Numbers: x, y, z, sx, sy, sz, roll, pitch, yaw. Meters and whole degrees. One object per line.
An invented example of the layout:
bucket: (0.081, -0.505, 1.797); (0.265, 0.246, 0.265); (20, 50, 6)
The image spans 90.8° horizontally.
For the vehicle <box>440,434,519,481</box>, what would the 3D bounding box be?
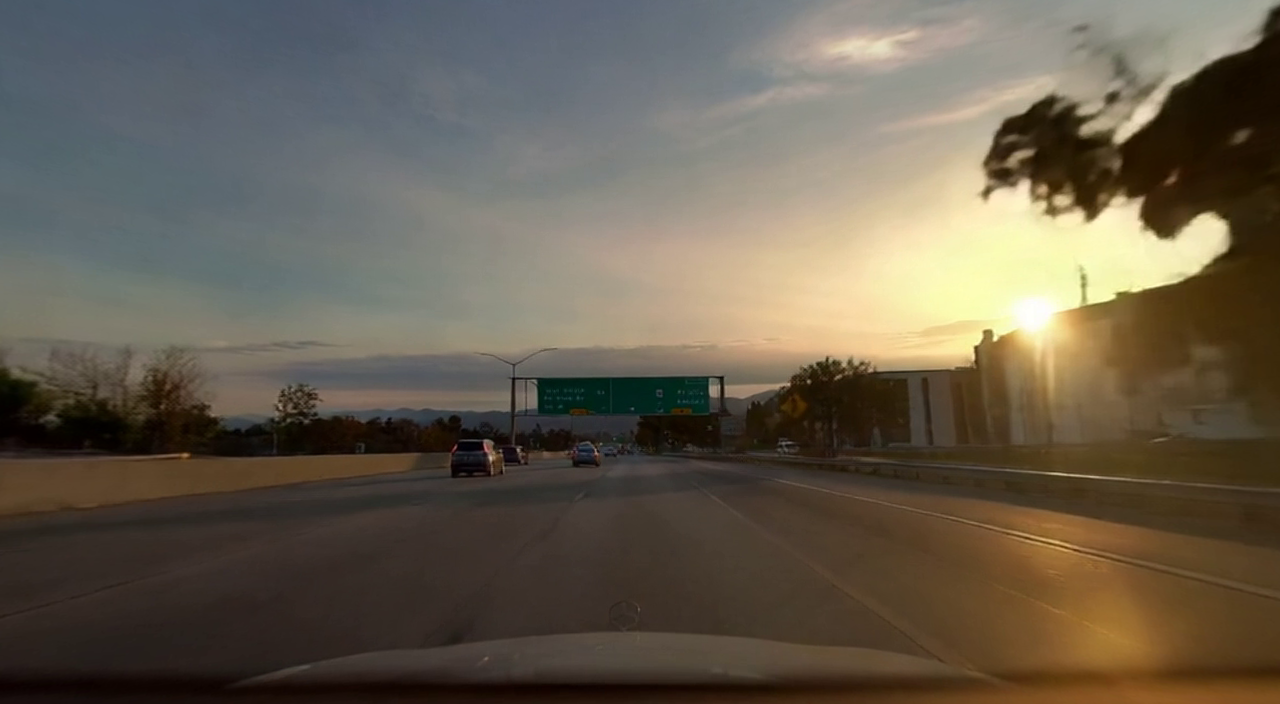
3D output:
vehicle: (-6.602, 4.401, 26.616); (2.015, 1.762, 4.790); (0, -9, 1)

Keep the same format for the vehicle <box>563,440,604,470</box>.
vehicle: (-3.303, 6.129, 37.864); (2.027, 1.697, 4.307); (0, -8, 0)
